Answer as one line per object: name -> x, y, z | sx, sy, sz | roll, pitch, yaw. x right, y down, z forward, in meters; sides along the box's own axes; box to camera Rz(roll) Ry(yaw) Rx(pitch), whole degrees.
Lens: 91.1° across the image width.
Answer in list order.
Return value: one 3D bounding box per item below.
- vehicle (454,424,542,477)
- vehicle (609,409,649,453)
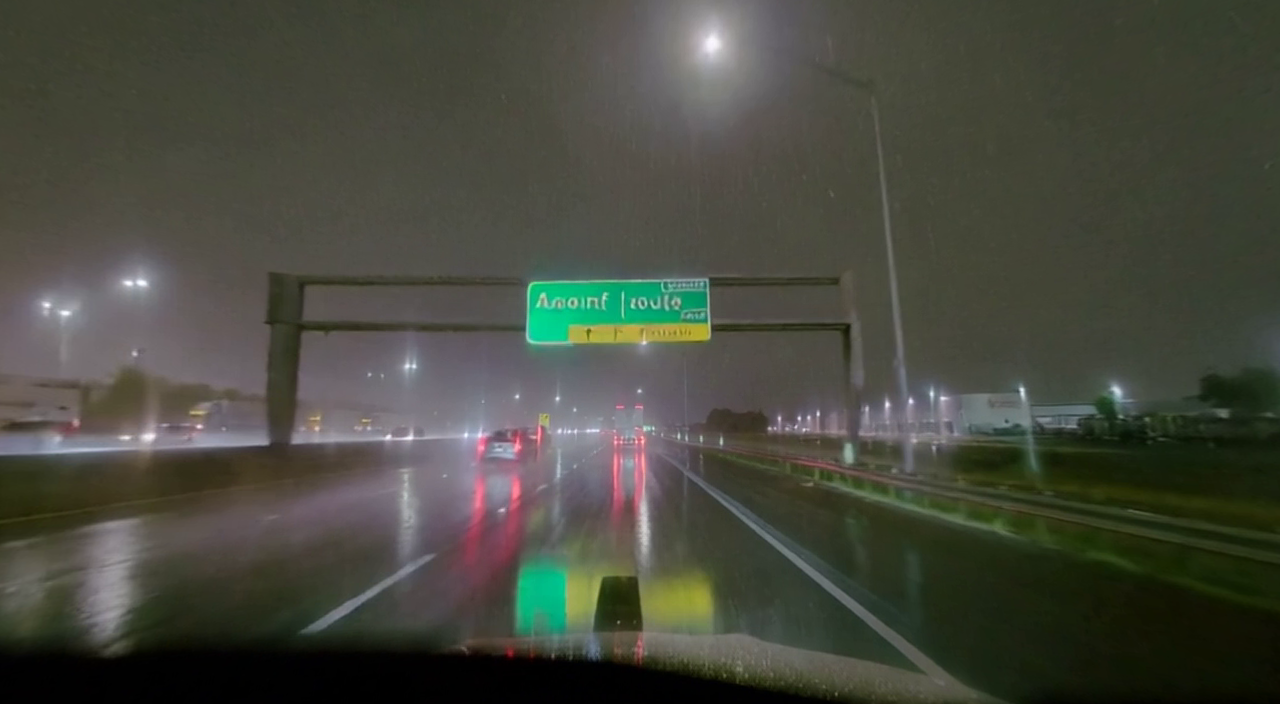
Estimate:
vehicle -> -4.449, 3.139, 20.285 | 1.932, 1.544, 3.864 | 0, -8, 0
vehicle -> -0.781, 5.245, 41.548 | 2.418, 2.704, 6.445 | 0, -8, -2
